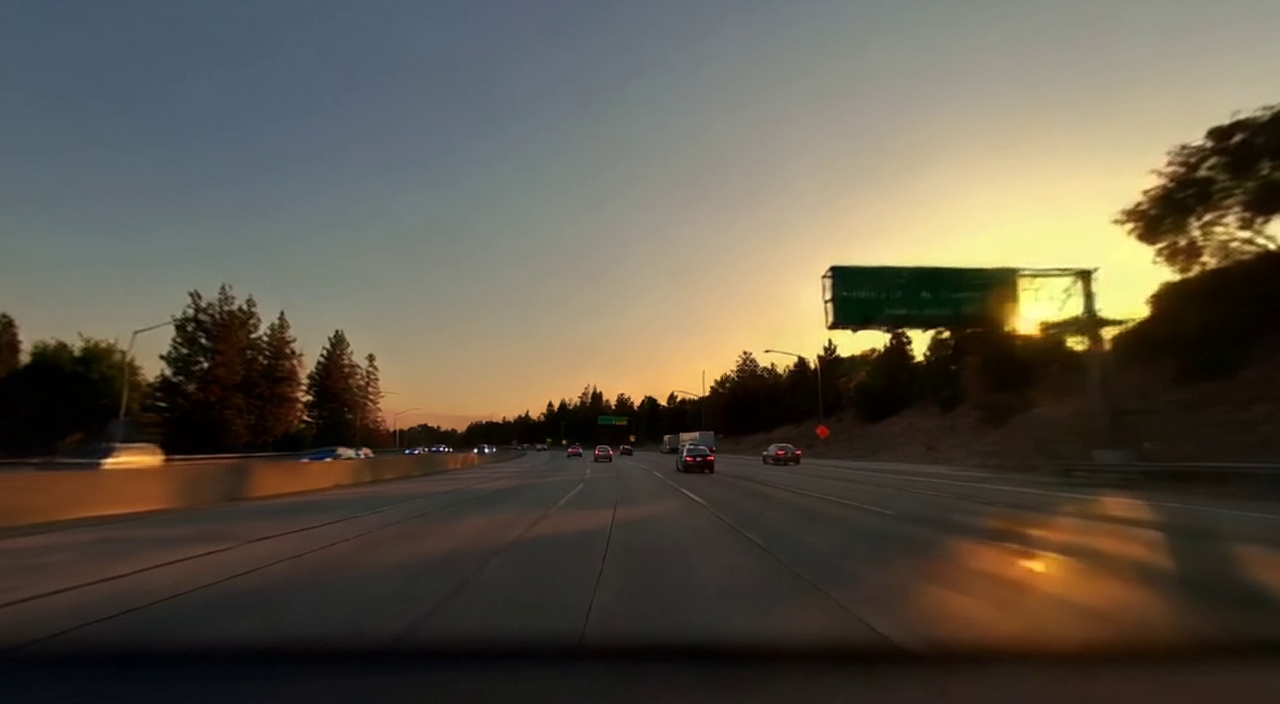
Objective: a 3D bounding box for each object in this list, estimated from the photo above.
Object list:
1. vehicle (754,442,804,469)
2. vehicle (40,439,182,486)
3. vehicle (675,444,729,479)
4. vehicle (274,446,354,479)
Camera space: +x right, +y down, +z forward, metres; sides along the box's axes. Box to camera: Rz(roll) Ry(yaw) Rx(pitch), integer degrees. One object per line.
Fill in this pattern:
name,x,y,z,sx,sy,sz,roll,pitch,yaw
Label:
vehicle,9.202,6.906,42.061,1.909,1.634,4.739,1,-9,-5
vehicle,-24.768,5.188,29.839,2.184,1.991,5.336,0,-9,-2
vehicle,2.933,5.300,30.747,1.975,1.562,3.823,1,-9,-5
vehicle,-17.480,5.934,34.081,1.970,1.627,4.647,0,-9,-2
